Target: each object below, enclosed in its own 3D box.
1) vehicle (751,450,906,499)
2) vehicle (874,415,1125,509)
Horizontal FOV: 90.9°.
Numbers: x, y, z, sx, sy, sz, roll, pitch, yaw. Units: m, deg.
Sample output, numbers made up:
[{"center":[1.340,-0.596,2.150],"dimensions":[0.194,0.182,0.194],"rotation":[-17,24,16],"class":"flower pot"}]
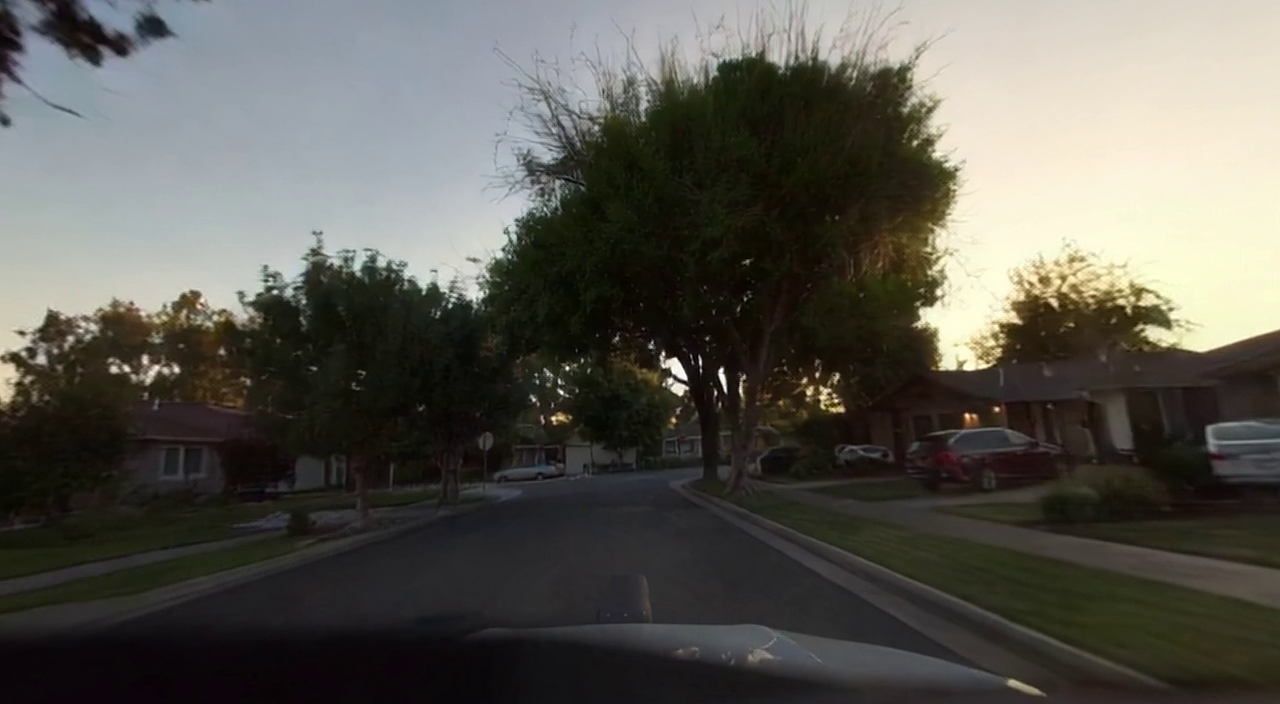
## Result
[{"center":[5.747,3.759,19.585],"dimensions":[4.229,1.402,1.811],"rotation":[0,-9,0],"class":"vehicle"},{"center":[9.406,2.939,16.874],"dimensions":[5.239,1.933,2.131],"rotation":[-4,-10,-2],"class":"vehicle"}]
